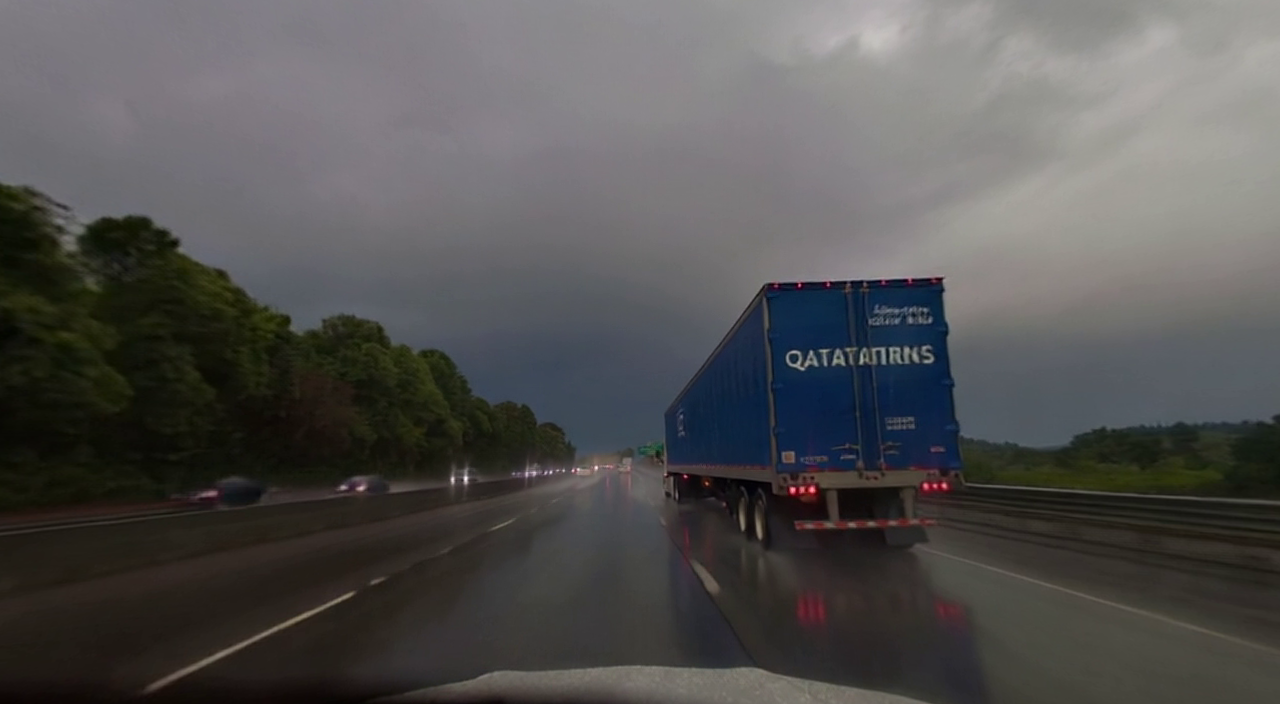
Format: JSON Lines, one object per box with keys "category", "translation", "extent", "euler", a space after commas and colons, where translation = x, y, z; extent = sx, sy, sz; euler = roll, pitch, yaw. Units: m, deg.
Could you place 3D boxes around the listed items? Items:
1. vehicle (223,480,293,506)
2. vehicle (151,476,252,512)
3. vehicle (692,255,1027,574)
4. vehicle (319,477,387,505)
{"category": "vehicle", "translation": [-21.840, 8.057, 36.162], "extent": [1.758, 1.359, 3.467], "euler": [0, -11, 2]}
{"category": "vehicle", "translation": [-21.733, 7.020, 31.462], "extent": [1.795, 1.576, 4.451], "euler": [0, -11, 0]}
{"category": "vehicle", "translation": [3.152, 1.694, 13.272], "extent": [2.871, 4.032, 10.642], "euler": [1, -11, -2]}
{"category": "vehicle", "translation": [-17.286, 8.382, 38.211], "extent": [1.885, 1.474, 4.731], "euler": [0, -11, 0]}
